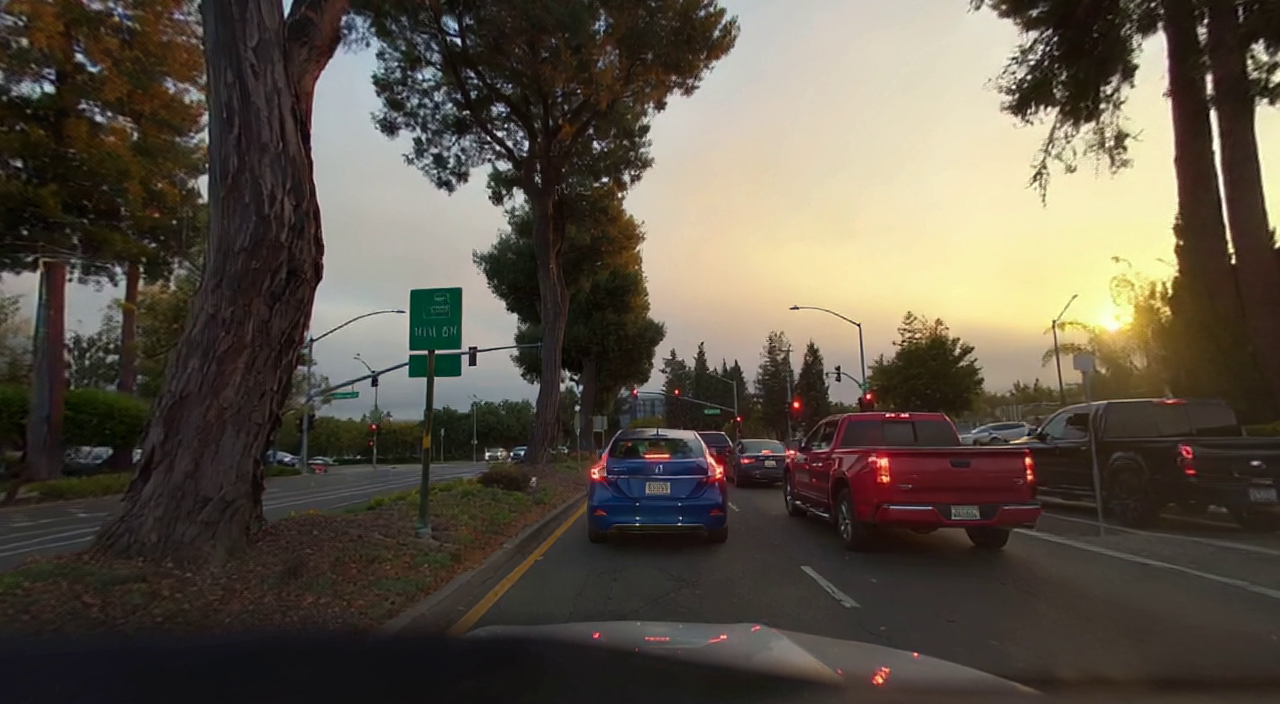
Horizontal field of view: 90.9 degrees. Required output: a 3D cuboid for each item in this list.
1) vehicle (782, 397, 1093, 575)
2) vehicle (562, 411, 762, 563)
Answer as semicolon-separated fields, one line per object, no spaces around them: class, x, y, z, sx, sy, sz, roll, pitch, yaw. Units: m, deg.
vehicle;3.394;1.631;8.384;2.099;1.725;4.290;0;-8;1
vehicle;0.246;1.775;8.962;2.168;1.641;4.039;0;-8;0
